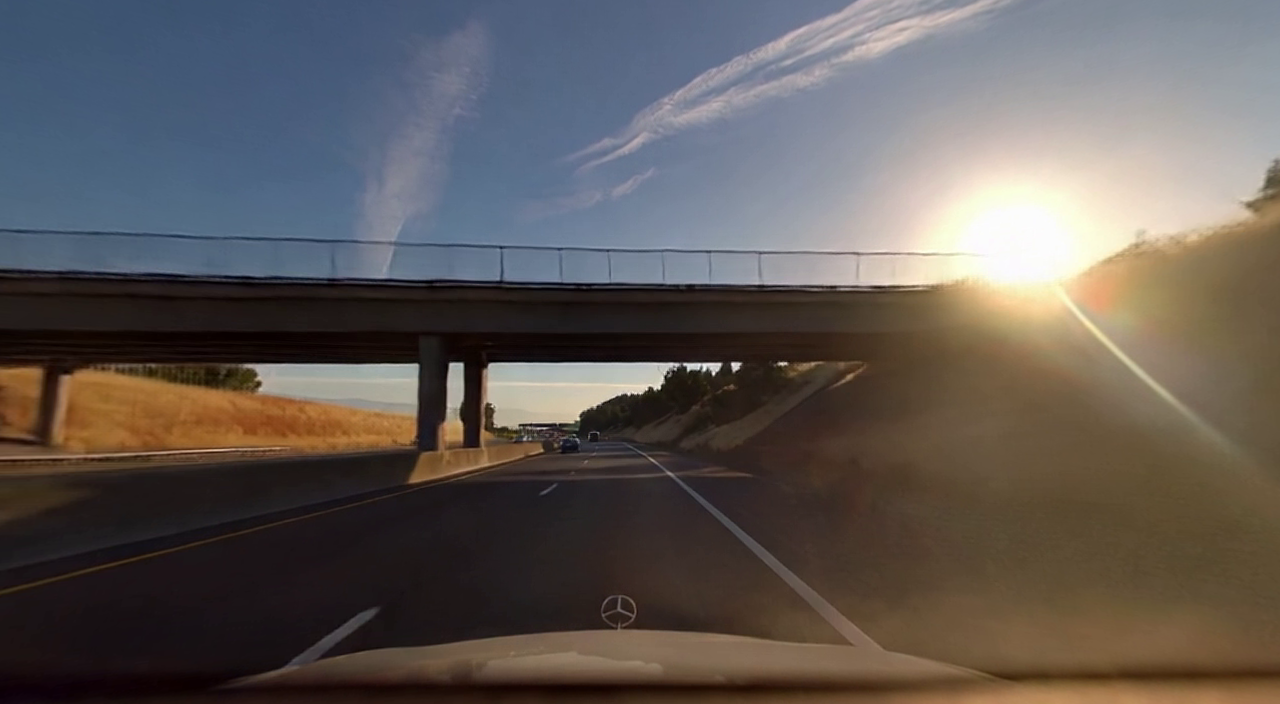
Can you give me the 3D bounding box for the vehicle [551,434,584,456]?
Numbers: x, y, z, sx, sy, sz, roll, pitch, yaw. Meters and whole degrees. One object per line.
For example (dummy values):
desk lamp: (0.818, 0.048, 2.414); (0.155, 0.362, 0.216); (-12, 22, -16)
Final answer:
vehicle: (-5.133, 6.618, 44.863); (2.005, 1.509, 4.260); (0, -8, -2)
